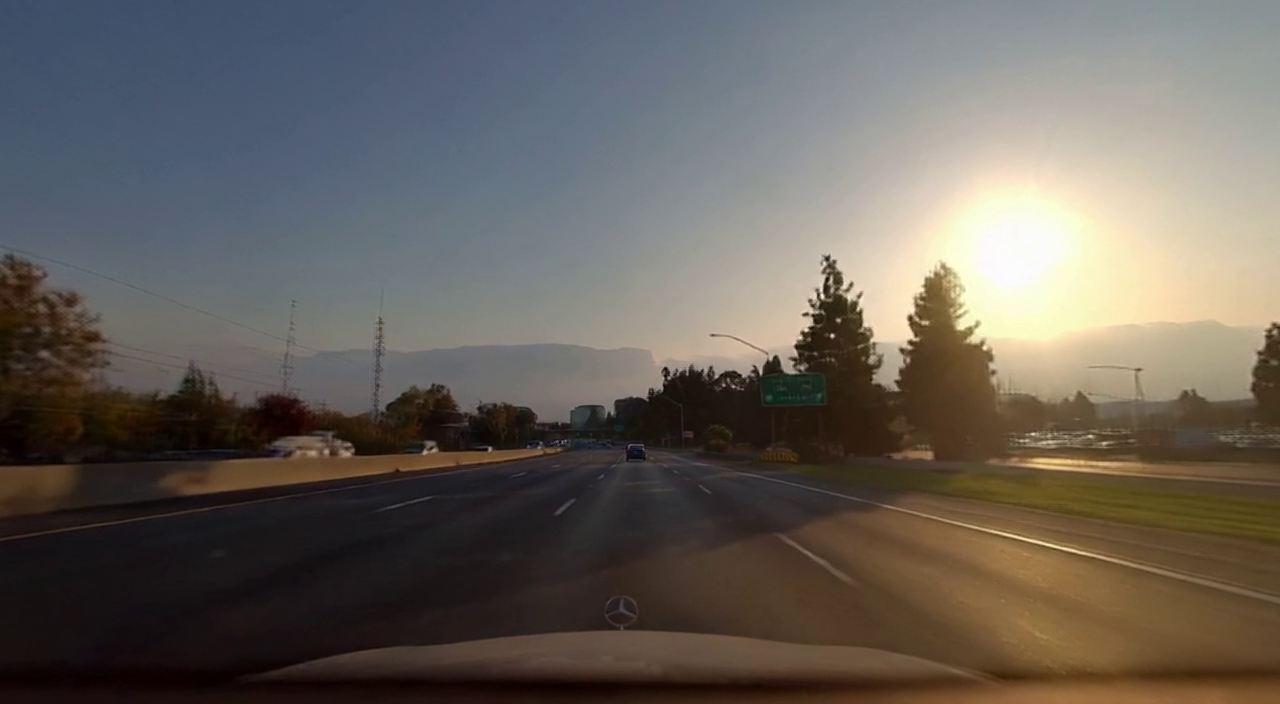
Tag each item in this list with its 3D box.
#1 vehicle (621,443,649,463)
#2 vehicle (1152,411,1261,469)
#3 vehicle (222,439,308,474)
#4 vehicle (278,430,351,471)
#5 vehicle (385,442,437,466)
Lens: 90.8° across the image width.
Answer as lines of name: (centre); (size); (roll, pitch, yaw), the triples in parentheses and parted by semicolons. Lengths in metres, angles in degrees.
vehicle: (-0.409, 7.724, 48.368); (2.025, 1.460, 4.189); (0, -9, -2)
vehicle: (43.416, 6.779, 48.962); (3.121, 3.928, 10.924); (-6, -9, 26)
vehicle: (-25.326, 7.060, 43.040); (2.155, 2.166, 5.959); (0, -9, 0)
vehicle: (-25.386, 7.710, 49.567); (2.614, 2.968, 5.747); (0, -9, 0)
vehicle: (-17.649, 7.867, 49.001); (2.006, 1.741, 5.547); (0, -9, 0)
